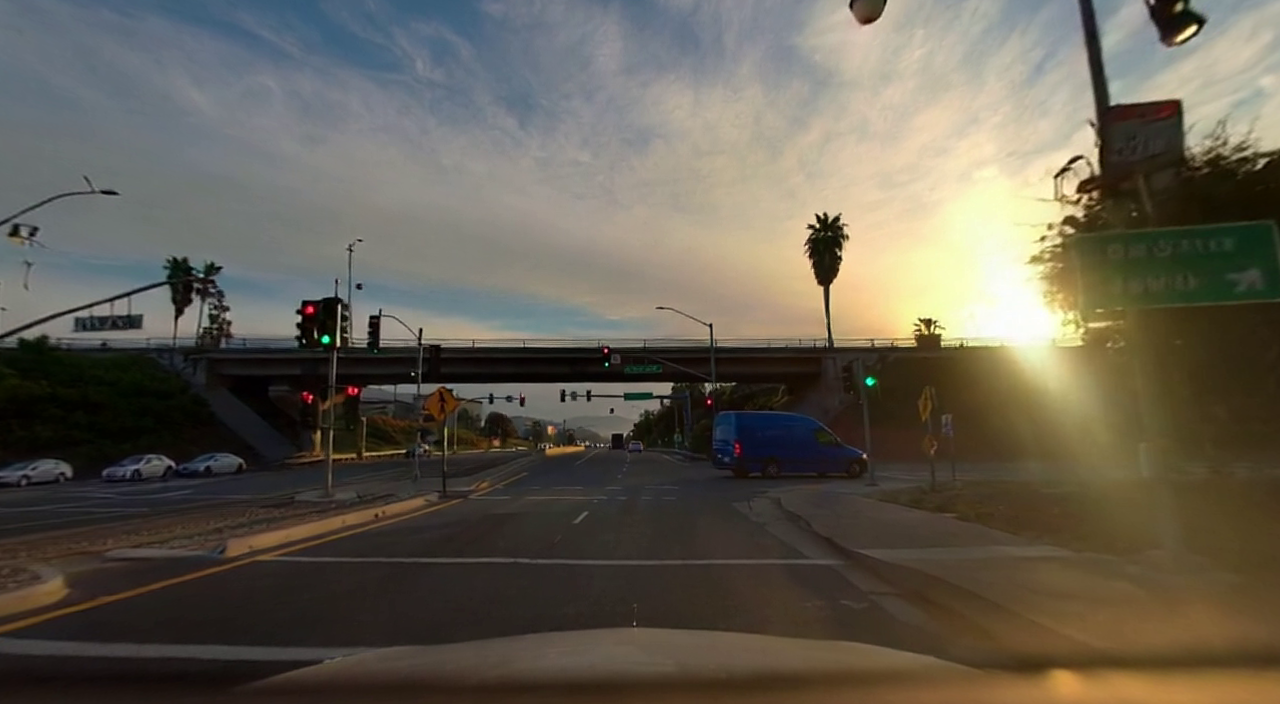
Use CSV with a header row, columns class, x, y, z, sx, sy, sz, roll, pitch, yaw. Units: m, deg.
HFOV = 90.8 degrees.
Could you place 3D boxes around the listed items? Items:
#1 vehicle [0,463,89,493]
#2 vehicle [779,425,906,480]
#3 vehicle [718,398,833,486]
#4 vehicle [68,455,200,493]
class,x,y,z,sx,sy,sz,roll,pitch,yaw
vehicle,-32.741,6.733,33.928,4.283,1.497,1.964,0,-9,-2
vehicle,9.019,4.408,27.843,6.055,2.140,2.266,7,-11,-38
vehicle,5.224,3.440,24.138,2.606,3.020,4.180,-7,-11,39
vehicle,-22.184,5.280,27.725,4.881,1.477,2.204,-3,-9,20
